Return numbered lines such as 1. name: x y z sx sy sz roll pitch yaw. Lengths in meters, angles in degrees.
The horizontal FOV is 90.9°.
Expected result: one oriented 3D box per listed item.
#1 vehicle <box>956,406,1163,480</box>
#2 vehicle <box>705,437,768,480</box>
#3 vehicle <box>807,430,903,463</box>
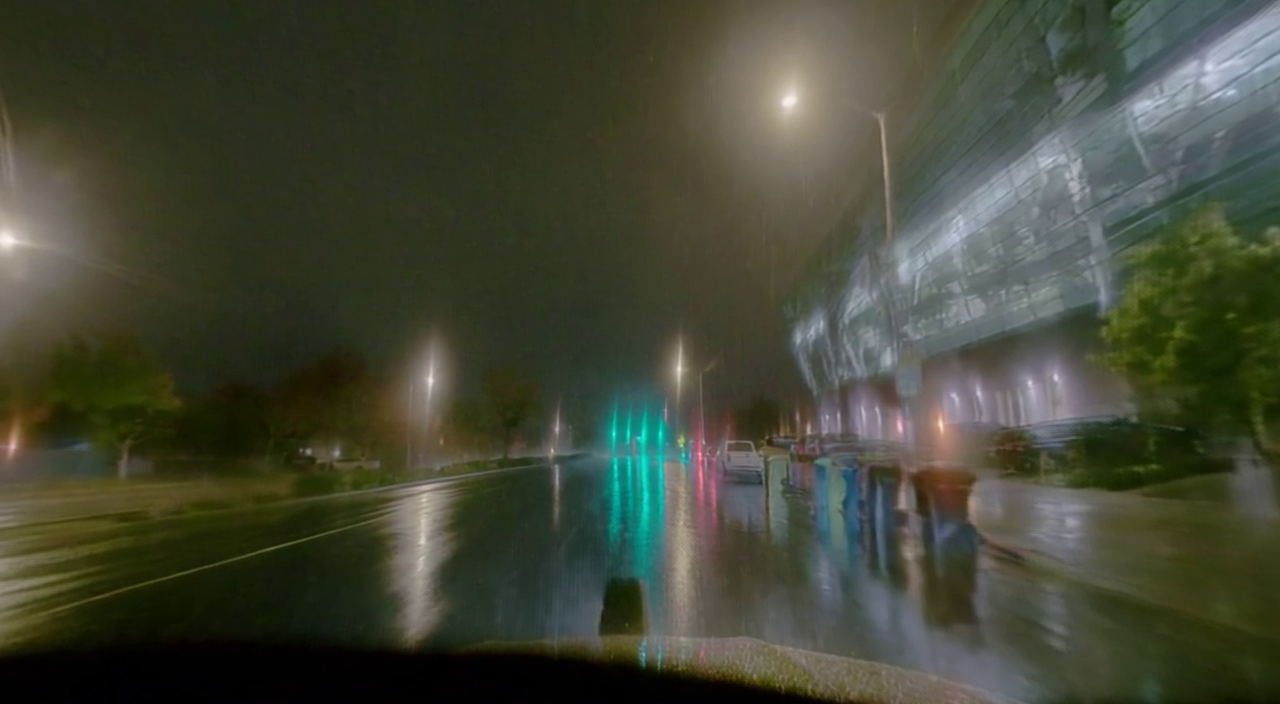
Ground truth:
1. vehicle: 11.726 2.617 17.847 4.418 1.532 1.889 -6 -11 -3
2. vehicle: 4.280 4.829 28.823 2.078 1.771 5.174 0 -8 0
3. vehicle: 12.232 5.411 36.104 4.778 1.520 2.020 -5 -9 8
